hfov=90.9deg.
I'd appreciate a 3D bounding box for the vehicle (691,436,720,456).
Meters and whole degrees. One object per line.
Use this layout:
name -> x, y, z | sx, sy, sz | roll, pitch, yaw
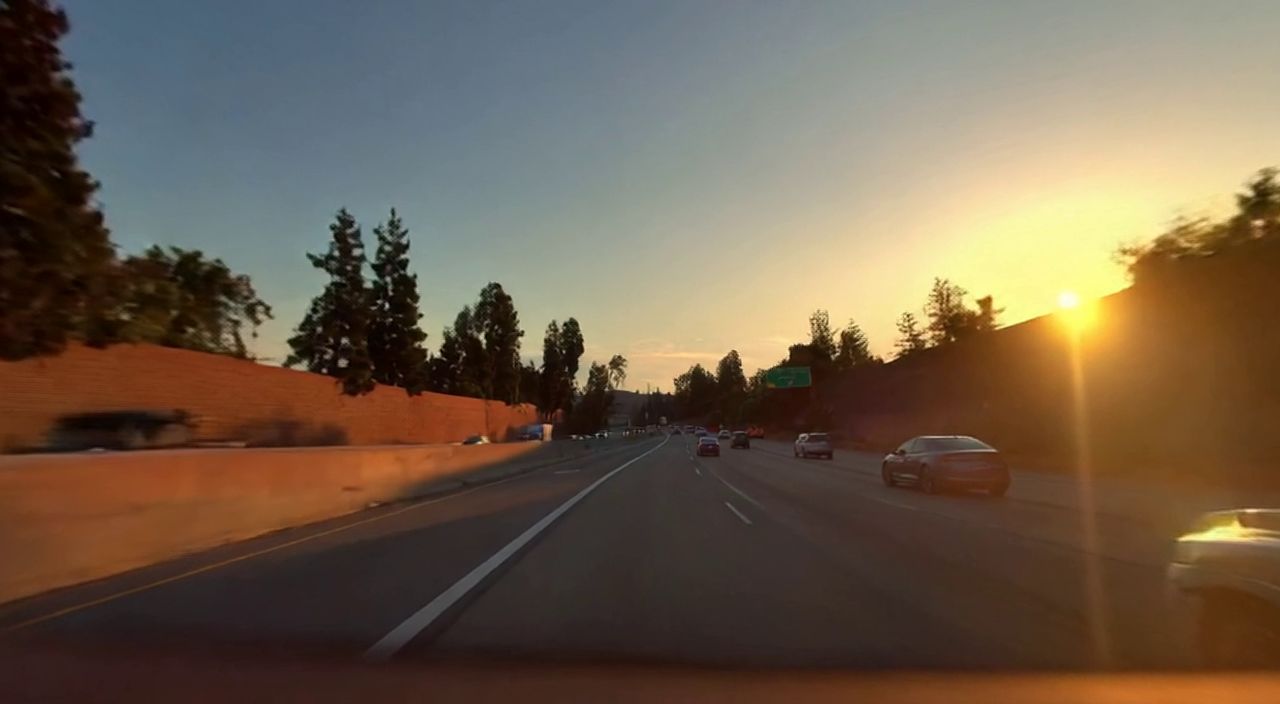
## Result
vehicle -> 5.077, 7.366, 49.532 | 1.926, 1.477, 4.080 | 0, -8, 2
